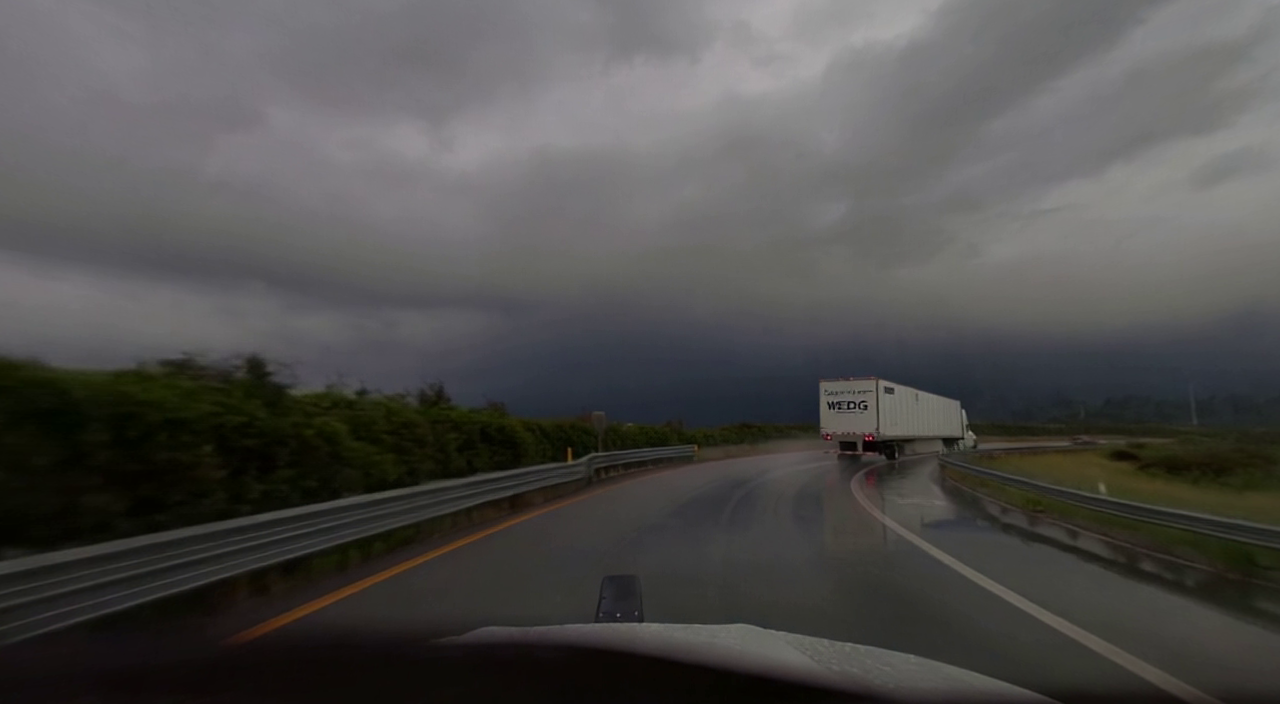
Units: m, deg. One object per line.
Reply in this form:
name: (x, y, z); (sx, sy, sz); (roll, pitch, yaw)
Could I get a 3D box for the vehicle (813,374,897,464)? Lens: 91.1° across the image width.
vehicle: (9.805, 3.105, 28.584); (2.963, 3.771, 3.137); (-4, -9, 29)

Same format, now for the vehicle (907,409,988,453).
vehicle: (19.067, 4.908, 38.775); (6.650, 2.524, 2.120); (7, -11, -43)
